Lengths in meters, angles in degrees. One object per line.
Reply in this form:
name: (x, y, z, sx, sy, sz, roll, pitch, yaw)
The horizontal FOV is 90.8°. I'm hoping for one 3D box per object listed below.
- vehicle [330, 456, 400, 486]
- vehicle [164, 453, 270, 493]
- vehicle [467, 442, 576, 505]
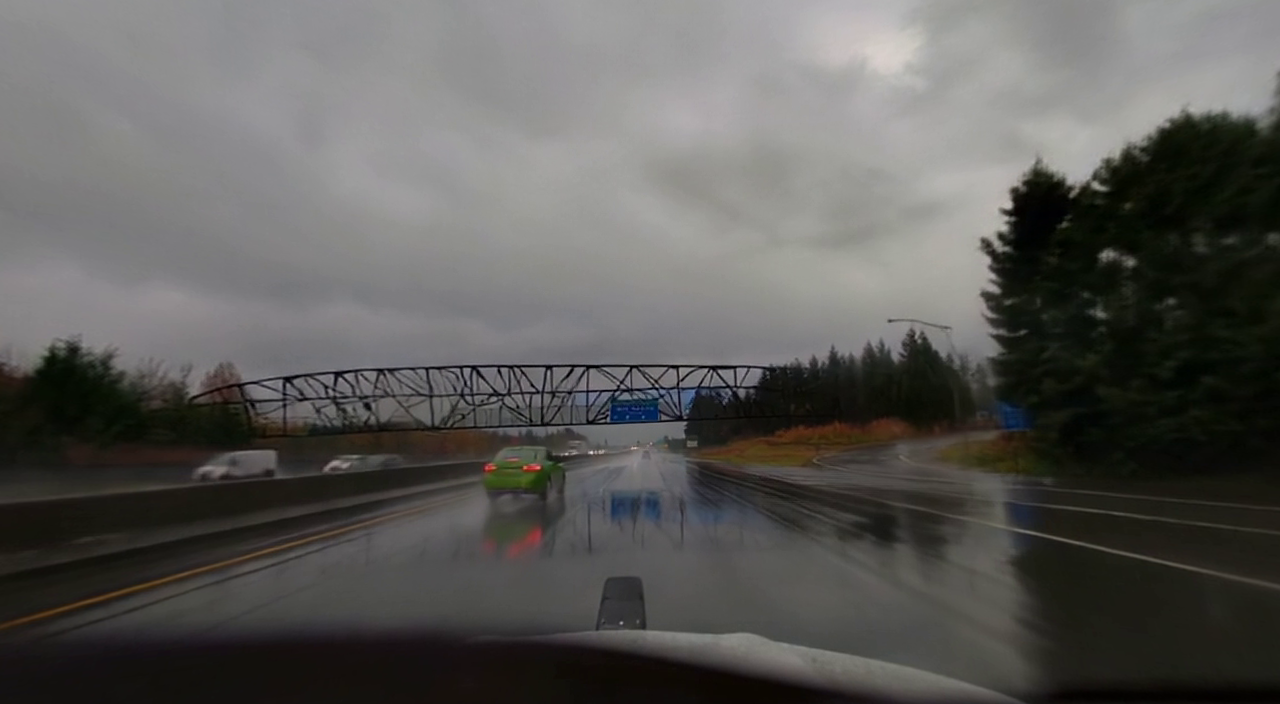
vehicle: (-14.686, 6.330, 33.927, 1.865, 1.463, 4.048, 0, -9, 1)
vehicle: (-22.319, 6.386, 33.627, 2.063, 1.909, 5.073, 0, -9, 1)
vehicle: (-3.193, 3.389, 18.010, 2.180, 1.537, 4.459, 0, -9, 1)
